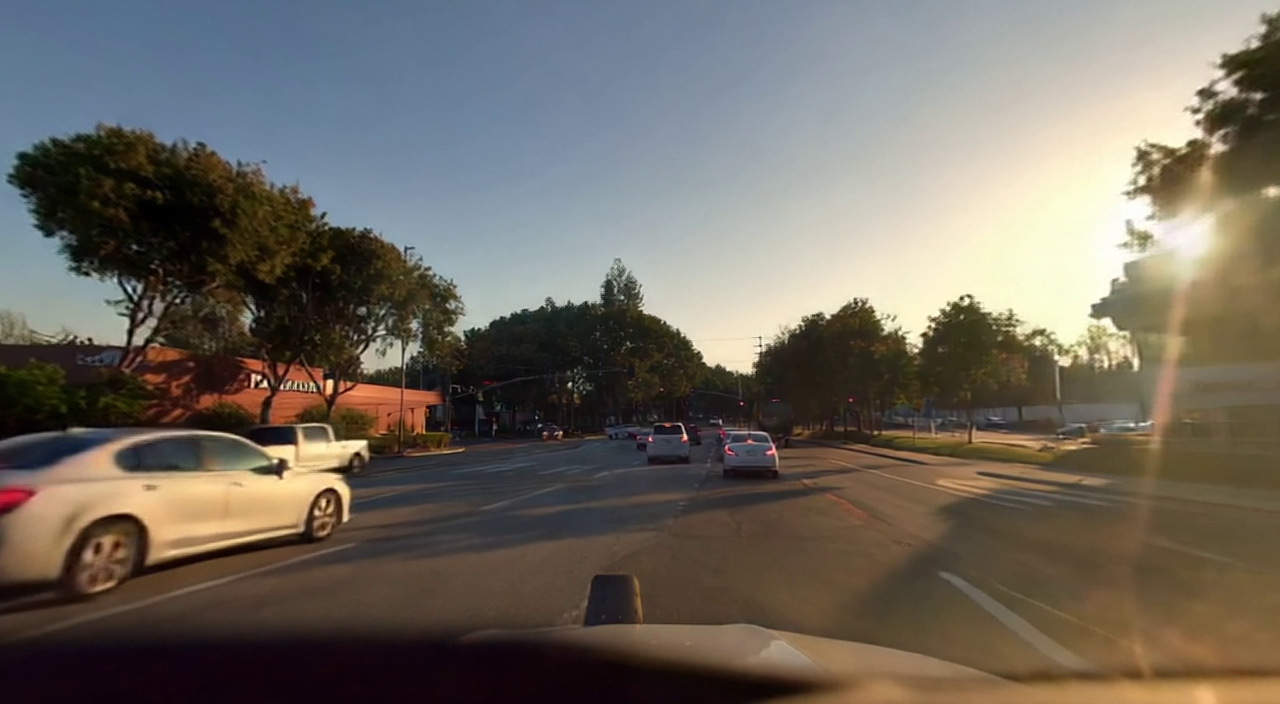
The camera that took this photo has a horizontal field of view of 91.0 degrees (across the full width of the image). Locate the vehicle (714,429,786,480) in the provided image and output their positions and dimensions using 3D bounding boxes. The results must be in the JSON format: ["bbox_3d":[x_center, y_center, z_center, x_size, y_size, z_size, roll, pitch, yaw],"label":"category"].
[{"bbox_3d":[3.666,3.434,21.281,2.109,1.500,4.585,-1,-9,9],"label":"vehicle"}]

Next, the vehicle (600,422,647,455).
[{"bbox_3d":[-0.874,5.174,37.499,2.078,1.787,5.006,-1,-9,7],"label":"vehicle"}]

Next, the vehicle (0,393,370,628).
[{"bbox_3d":[-4.841,1.347,6.232,2.010,1.515,4.152,-1,-9,9],"label":"vehicle"}]

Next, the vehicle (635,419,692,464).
[{"bbox_3d":[1.175,4.207,29.458,2.188,1.892,4.488,-1,-9,8],"label":"vehicle"}]

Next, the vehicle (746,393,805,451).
[{"bbox_3d":[9.798,5.342,46.521,2.965,3.900,9.064,-1,-9,4],"label":"vehicle"}]
